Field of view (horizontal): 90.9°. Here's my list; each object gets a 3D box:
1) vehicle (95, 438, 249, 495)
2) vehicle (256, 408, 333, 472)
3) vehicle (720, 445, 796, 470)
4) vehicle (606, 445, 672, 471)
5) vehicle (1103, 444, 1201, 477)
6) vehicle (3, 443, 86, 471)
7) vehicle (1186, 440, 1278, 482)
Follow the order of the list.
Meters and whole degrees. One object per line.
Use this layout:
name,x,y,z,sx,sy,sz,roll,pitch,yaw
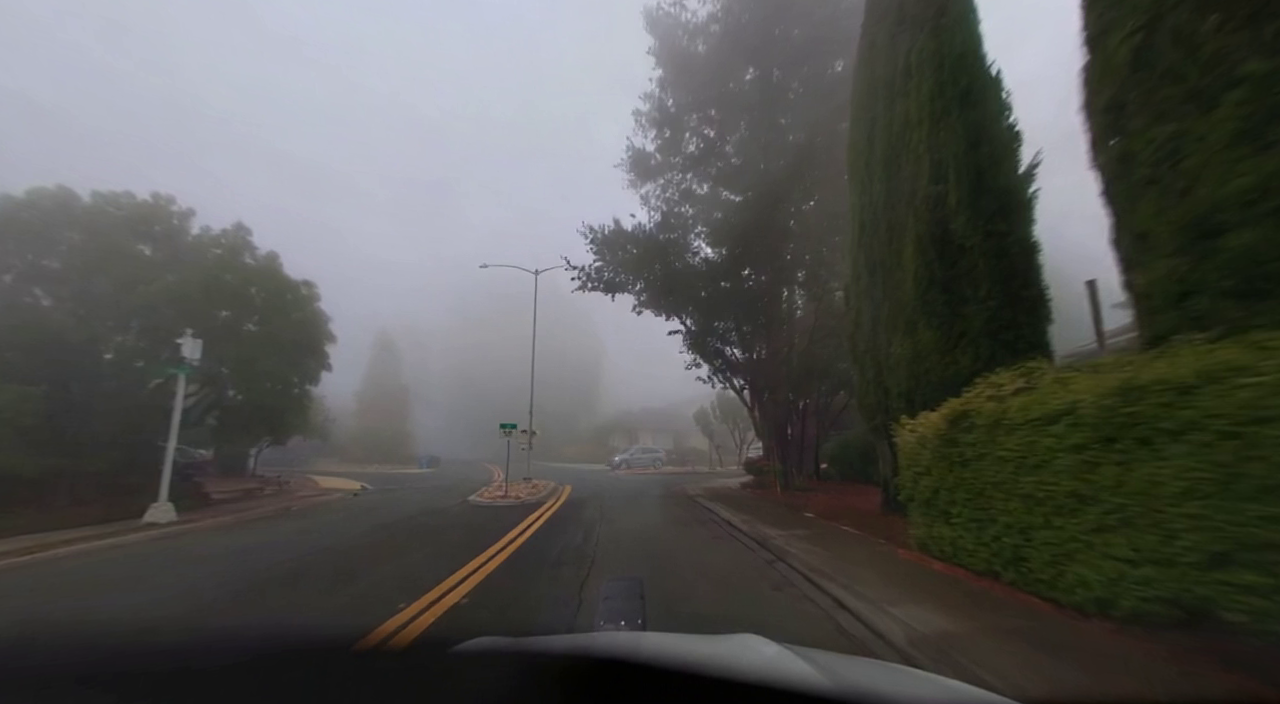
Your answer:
vehicle,-14.566,3.596,19.980,1.871,1.568,4.420,0,-10,-7
vehicle,-21.102,5.362,38.827,2.438,3.594,5.582,3,-7,-12
vehicle,7.519,6.732,40.335,4.378,1.543,2.080,0,-9,-2
vehicle,-0.092,6.640,39.449,3.772,1.531,1.949,2,-9,-11
vehicle,24.876,5.276,30.833,1.888,1.485,4.798,-3,-9,16
vehicle,-33.152,5.870,35.223,1.705,1.465,3.560,2,-9,-13
vehicle,27.626,5.051,29.574,1.869,1.662,4.437,2,-7,26
